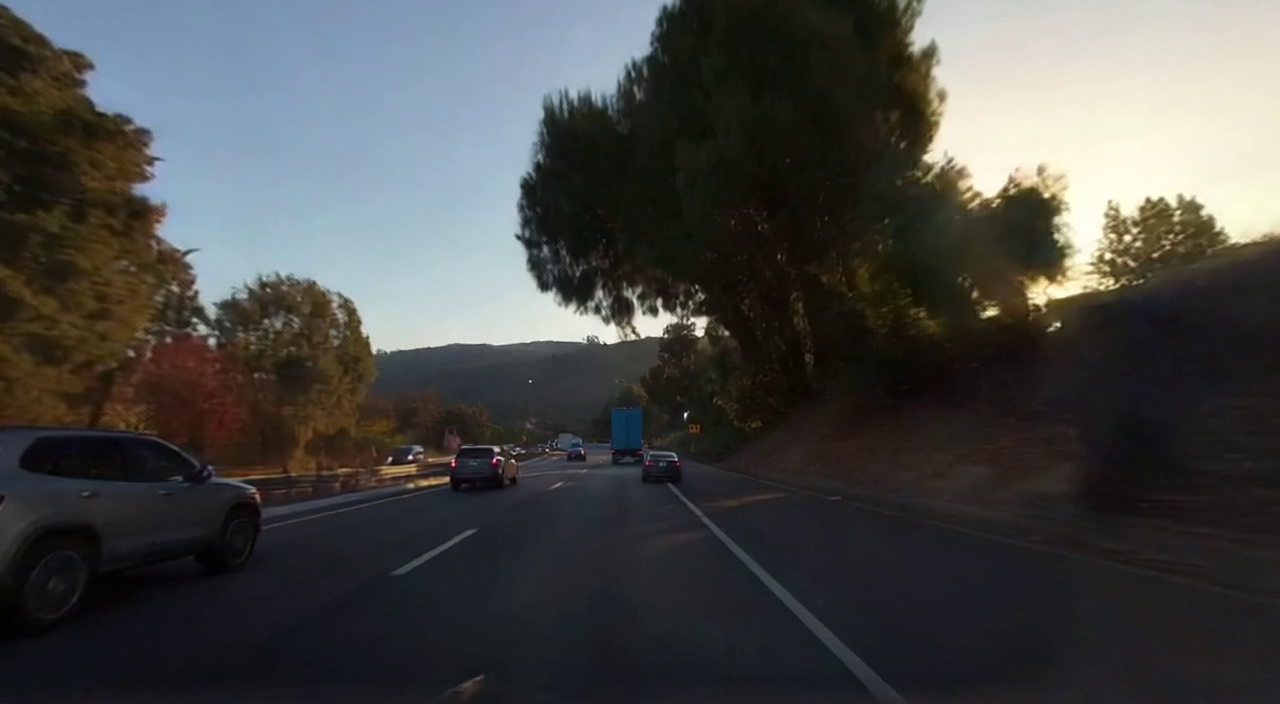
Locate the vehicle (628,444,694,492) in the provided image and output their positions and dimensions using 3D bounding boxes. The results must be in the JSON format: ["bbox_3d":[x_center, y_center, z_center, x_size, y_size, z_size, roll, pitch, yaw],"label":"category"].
[{"bbox_3d":[0.608,3.927,21.554,2.026,1.489,4.045,0,-9,-2],"label":"vehicle"}]

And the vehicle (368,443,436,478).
[{"bbox_3d":[-14.031,6.406,37.262,2.108,1.901,4.970,0,-9,-1],"label":"vehicle"}]

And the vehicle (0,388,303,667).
[{"bbox_3d":[-4.951,1.276,5.120,2.100,1.671,4.105,0,-9,-1],"label":"vehicle"}]

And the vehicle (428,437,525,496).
[{"bbox_3d":[-5.088,3.621,20.105,2.035,1.664,4.064,0,-9,0],"label":"vehicle"}]
